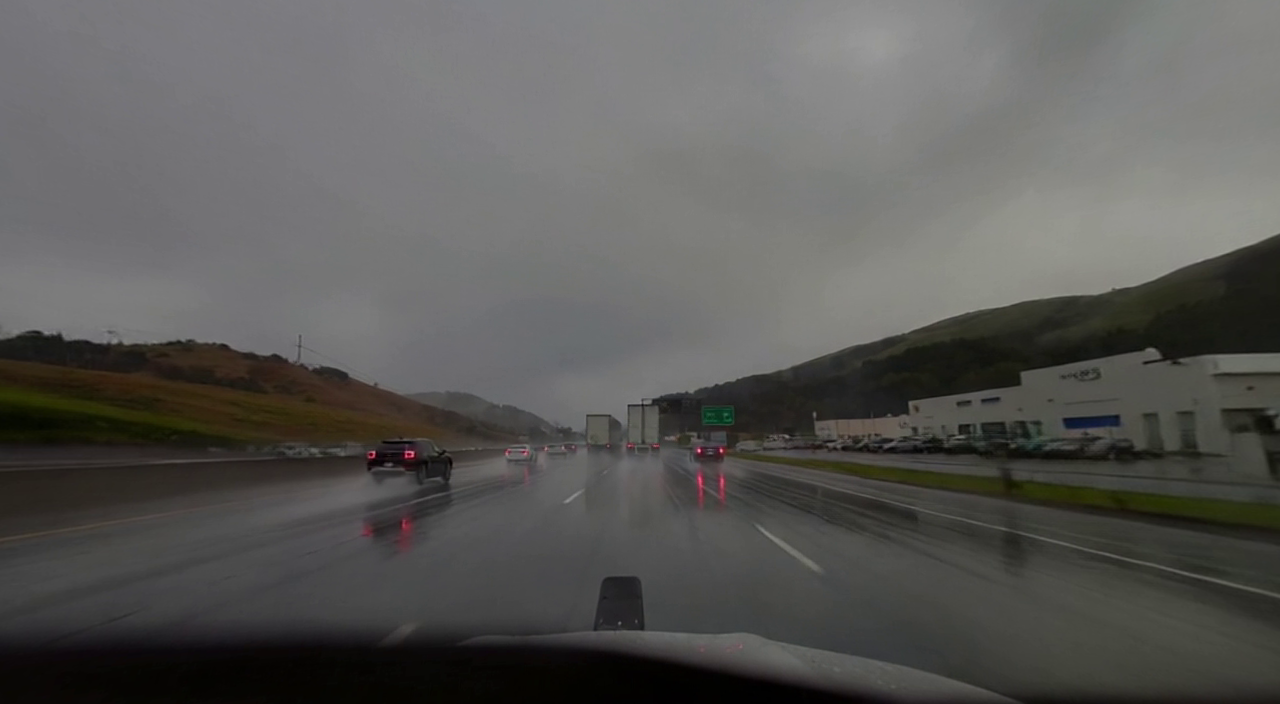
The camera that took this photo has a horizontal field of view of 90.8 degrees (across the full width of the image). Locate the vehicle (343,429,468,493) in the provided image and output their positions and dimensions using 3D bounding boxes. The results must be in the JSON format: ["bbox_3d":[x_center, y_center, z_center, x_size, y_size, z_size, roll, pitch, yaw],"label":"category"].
[{"bbox_3d":[-7.116,3.342,19.728,2.122,1.754,4.379,0,-9,1],"label":"vehicle"}]

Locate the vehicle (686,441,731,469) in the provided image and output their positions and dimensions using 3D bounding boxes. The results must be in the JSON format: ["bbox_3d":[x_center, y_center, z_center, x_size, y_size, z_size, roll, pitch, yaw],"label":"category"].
[{"bbox_3d":[3.770,5.752,35.421,2.006,1.452,4.246,0,-9,0],"label":"vehicle"}]

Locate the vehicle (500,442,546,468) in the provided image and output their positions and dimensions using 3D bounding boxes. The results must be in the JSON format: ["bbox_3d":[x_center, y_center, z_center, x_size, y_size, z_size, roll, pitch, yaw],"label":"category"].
[{"bbox_3d":[-7.066,6.284,38.633,1.891,1.460,4.506,0,-9,1],"label":"vehicle"}]

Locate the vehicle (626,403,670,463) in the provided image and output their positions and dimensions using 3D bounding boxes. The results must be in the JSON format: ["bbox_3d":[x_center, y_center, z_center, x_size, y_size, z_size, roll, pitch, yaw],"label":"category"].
[{"bbox_3d":[0.472,6.371,48.931,2.969,4.104,10.906,0,-9,-1],"label":"vehicle"}]
